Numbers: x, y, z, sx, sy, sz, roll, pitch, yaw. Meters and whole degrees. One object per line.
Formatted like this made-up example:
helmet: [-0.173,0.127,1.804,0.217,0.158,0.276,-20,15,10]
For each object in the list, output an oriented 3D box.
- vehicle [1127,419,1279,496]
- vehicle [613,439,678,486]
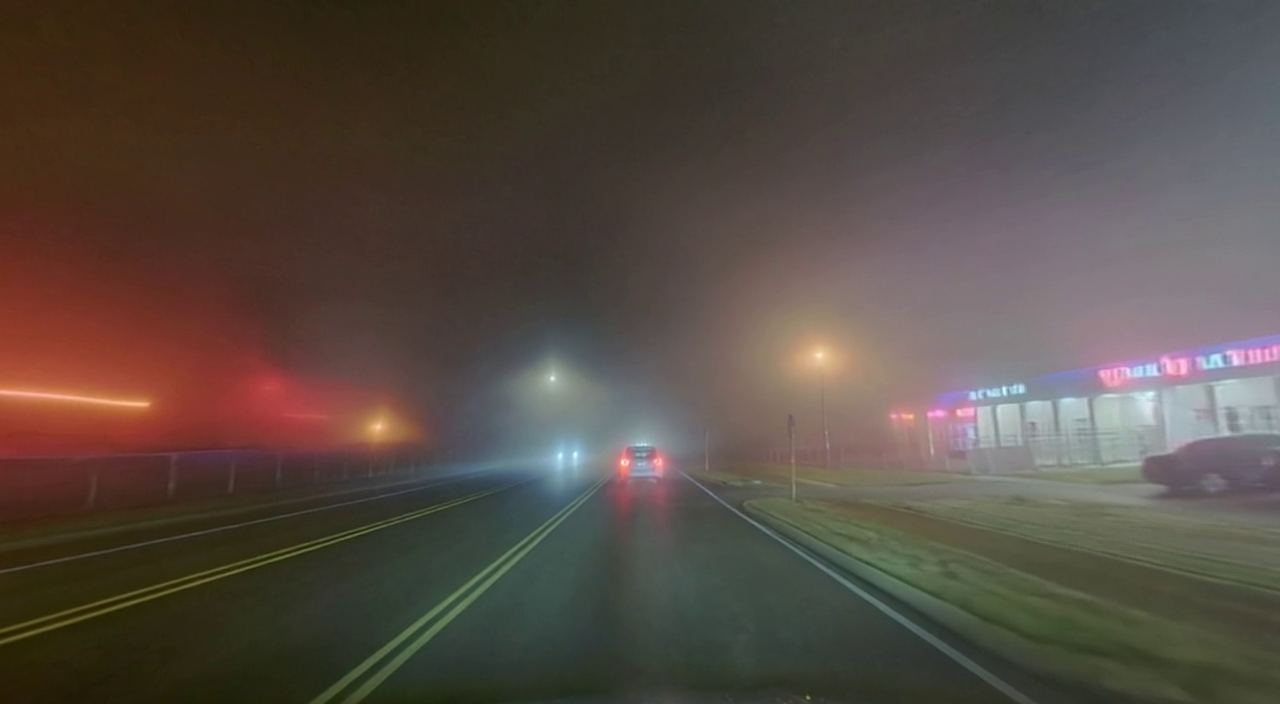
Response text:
vehicle: [14.014,2.394,14.612,1.841,1.563,4.335,-1,-8,0]
vehicle: [0.168,3.952,22.759,2.144,1.514,4.063,-1,-8,0]
